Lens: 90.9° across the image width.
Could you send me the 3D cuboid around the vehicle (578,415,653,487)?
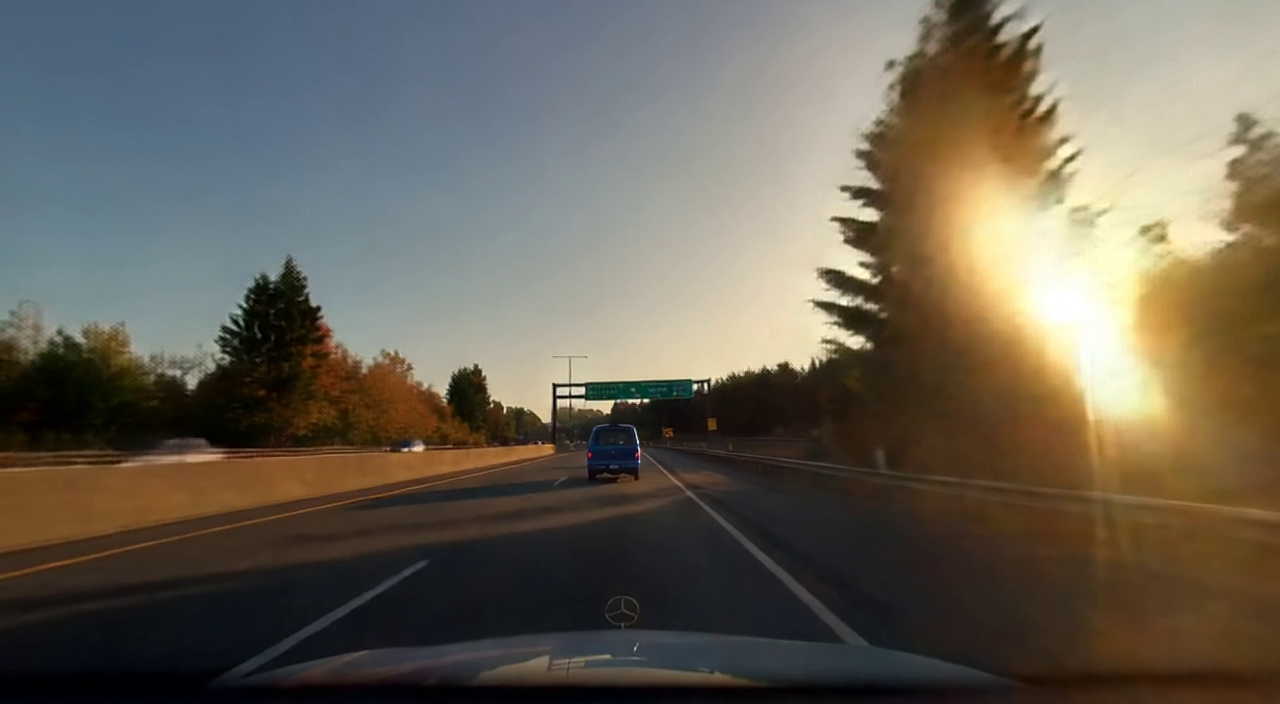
[{"bbox_3d":[-0.768,3.347,21.603,2.248,2.154,4.892,0,-8,-1],"label":"vehicle"}]
